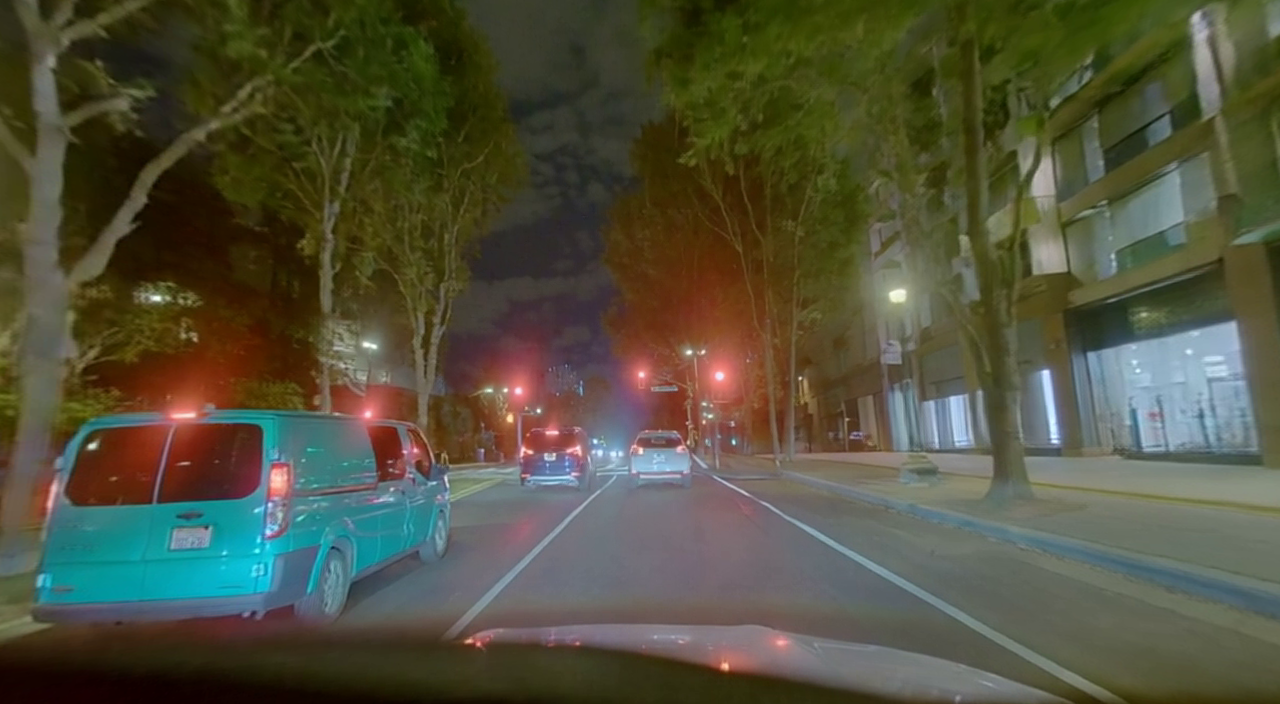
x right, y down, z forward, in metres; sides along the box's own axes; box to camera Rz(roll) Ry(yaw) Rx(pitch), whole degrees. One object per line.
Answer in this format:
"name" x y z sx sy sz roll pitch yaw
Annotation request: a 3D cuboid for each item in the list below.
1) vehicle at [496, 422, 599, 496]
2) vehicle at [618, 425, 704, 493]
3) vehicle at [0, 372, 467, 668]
"vehicle" -2.443 2.998 17.971 2.124 1.799 4.587 0 -8 1
"vehicle" 0.584 3.054 18.263 2.205 1.727 3.917 -1 -8 1
"vehicle" -3.064 1.258 5.670 1.940 1.722 3.823 0 -8 0
